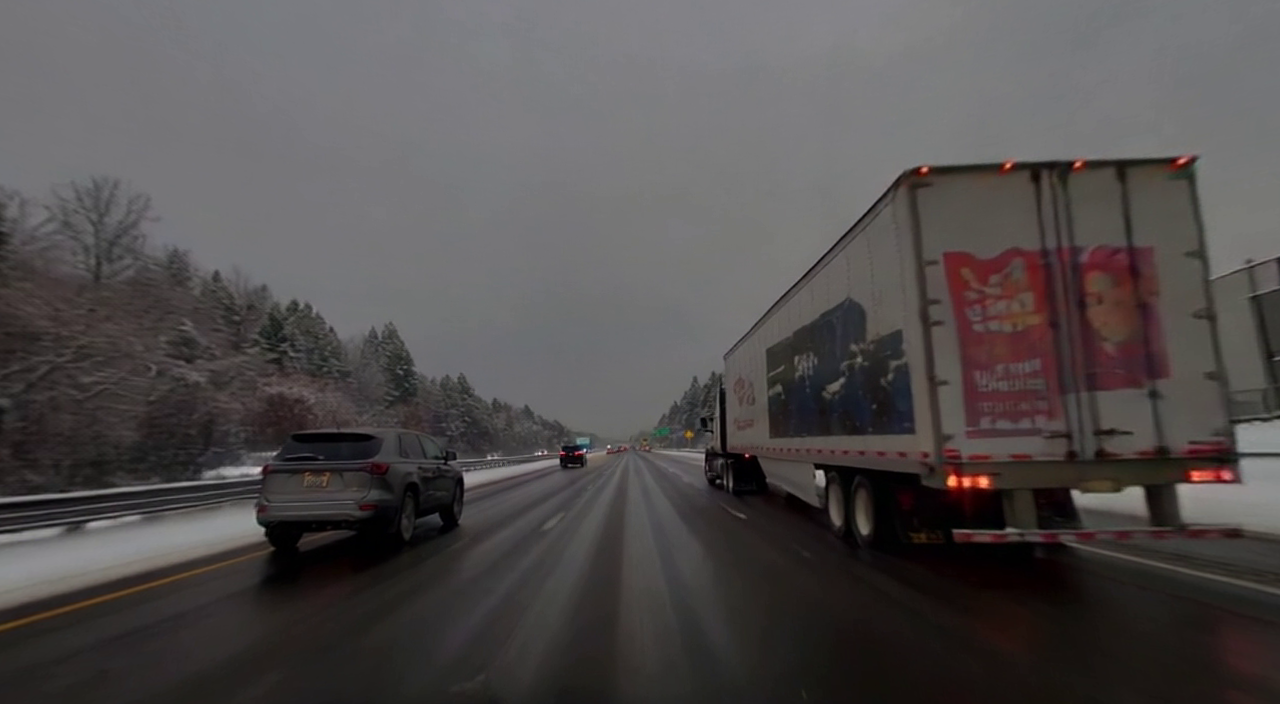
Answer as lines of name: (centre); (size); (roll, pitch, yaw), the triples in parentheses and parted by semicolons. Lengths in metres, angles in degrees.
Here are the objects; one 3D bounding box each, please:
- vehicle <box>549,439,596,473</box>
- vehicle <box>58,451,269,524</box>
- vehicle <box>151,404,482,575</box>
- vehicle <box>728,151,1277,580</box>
vehicle: (-3.684, 5.764, 35.084); (2.139, 1.716, 4.530); (0, -9, 0)
vehicle: (-12.367, 3.498, 16.819); (2.173, 1.625, 4.459); (0, -9, -1)
vehicle: (-3.957, 1.786, 8.926); (2.202, 1.760, 4.617); (0, -9, 0)
vehicle: (4.401, 1.069, 13.042); (2.998, 4.236, 13.886); (0, -9, 0)
